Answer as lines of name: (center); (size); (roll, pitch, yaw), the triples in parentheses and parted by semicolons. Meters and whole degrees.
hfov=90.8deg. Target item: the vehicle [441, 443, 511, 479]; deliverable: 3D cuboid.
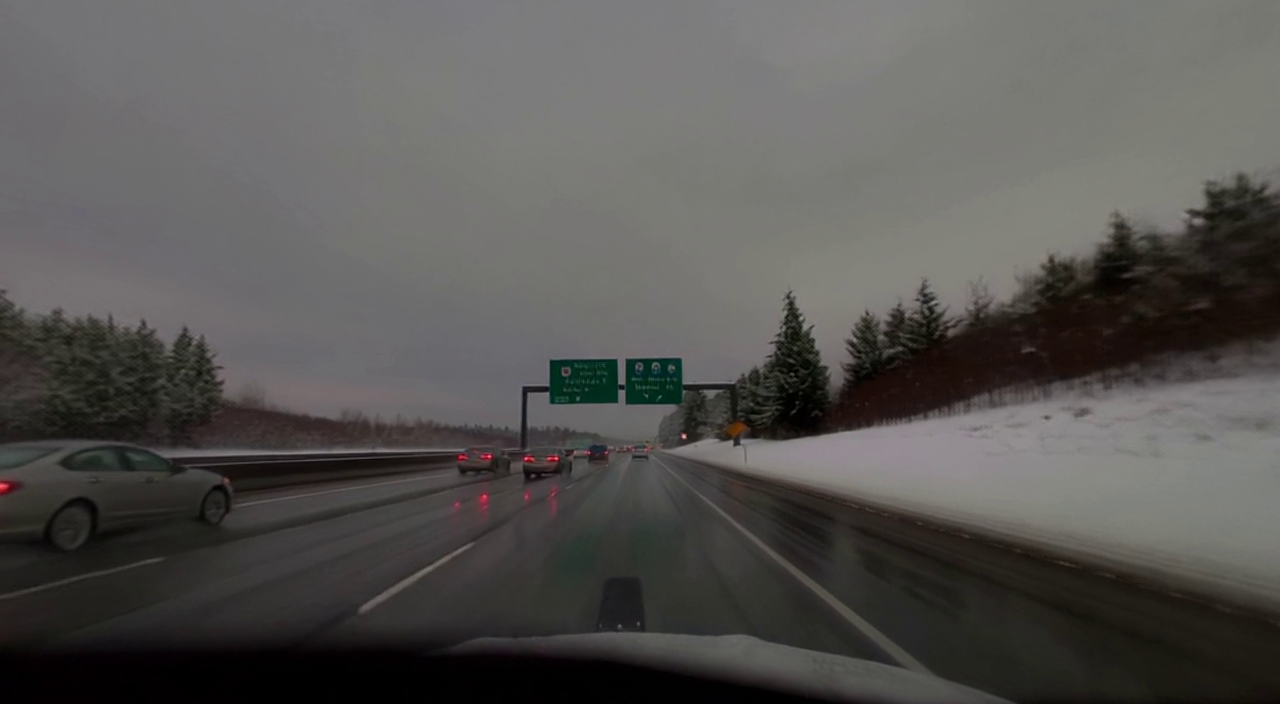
vehicle: (-7.506, 5.047, 29.401); (2.091, 1.558, 4.220); (0, -9, 1)

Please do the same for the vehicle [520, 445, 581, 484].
vehicle: (-3.538, 4.528, 25.546); (1.924, 1.436, 3.915); (0, -9, 0)

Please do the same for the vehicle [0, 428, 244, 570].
vehicle: (-7.855, 1.838, 8.448); (2.009, 1.500, 4.741); (0, -9, 0)
